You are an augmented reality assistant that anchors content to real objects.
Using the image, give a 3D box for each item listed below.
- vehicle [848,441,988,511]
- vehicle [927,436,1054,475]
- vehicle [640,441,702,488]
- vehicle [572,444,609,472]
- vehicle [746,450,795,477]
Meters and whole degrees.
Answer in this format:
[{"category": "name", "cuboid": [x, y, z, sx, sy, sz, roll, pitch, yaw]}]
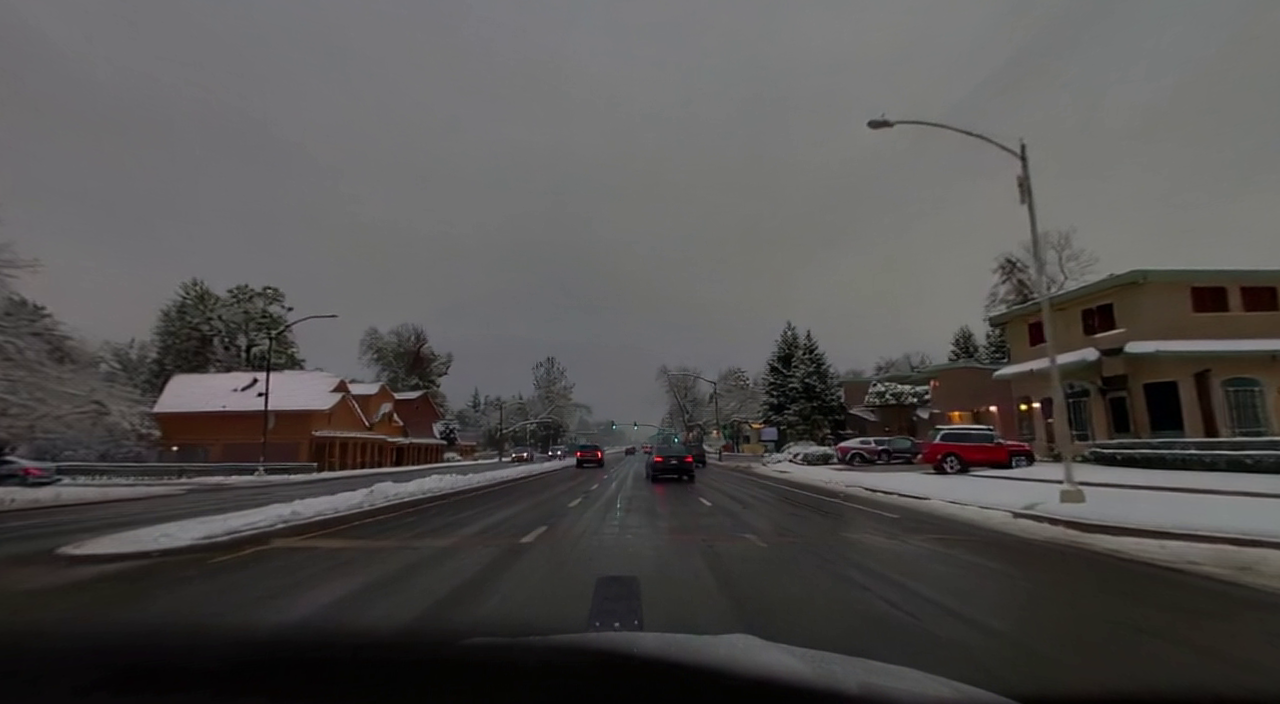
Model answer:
[{"category": "vehicle", "cuboid": [7.718, 3.436, 18.008, 2.012, 1.737, 4.129, 0, -9, -2]}, {"category": "vehicle", "cuboid": [15.508, 4.601, 28.062, 4.489, 1.557, 1.792, -2, -9, 2]}, {"category": "vehicle", "cuboid": [1.136, 4.423, 25.148, 2.084, 1.682, 4.148, 1, -9, -3]}, {"category": "vehicle", "cuboid": [-3.232, 7.054, 42.162, 2.084, 1.735, 4.528, 0, -8, 0]}, {"category": "vehicle", "cuboid": [7.740, 6.608, 37.687, 1.947, 1.474, 4.634, 0, -9, 0]}]
